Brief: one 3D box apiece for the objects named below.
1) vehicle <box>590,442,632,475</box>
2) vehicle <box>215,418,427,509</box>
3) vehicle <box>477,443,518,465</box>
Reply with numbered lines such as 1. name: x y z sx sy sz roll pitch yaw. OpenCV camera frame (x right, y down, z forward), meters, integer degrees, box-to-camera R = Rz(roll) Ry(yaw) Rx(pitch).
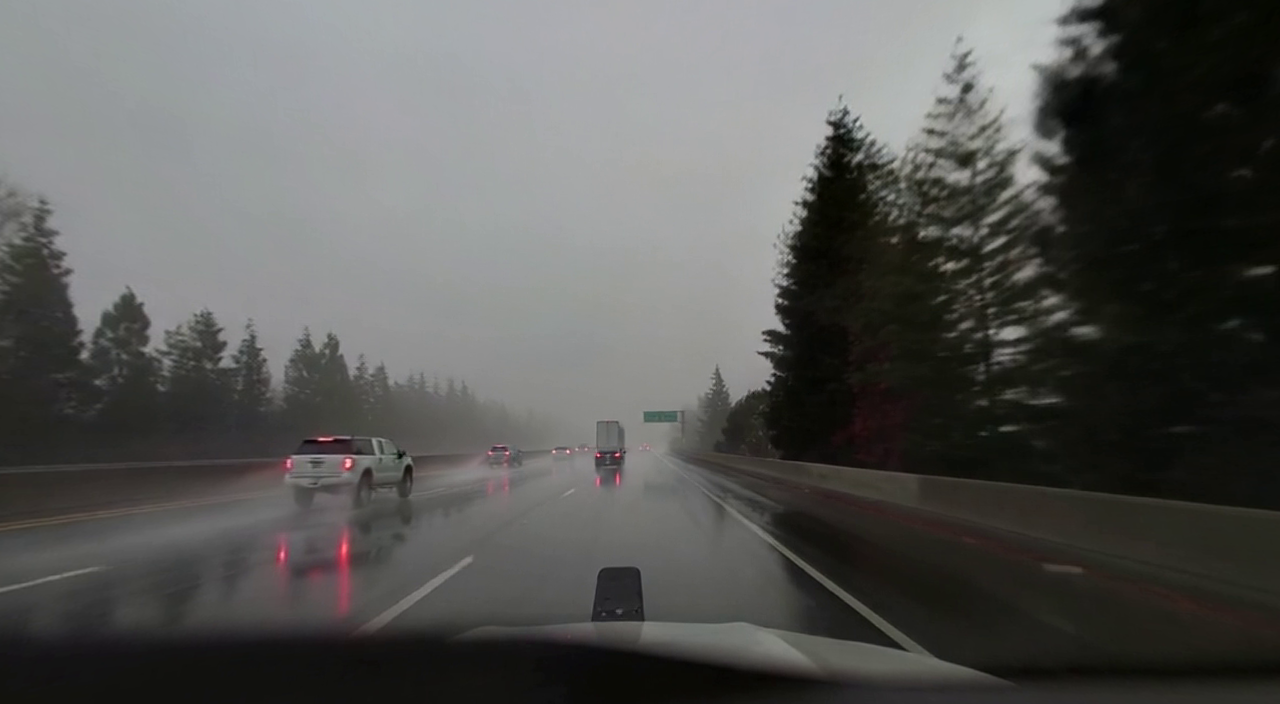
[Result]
1. vehicle: -1.420 5.458 32.544 1.931 1.528 4.126 0 -8 1
2. vehicle: -7.317 2.641 15.387 2.115 1.778 5.572 0 -8 2
3. vehicle: -10.675 7.664 47.473 2.036 1.506 4.358 0 -8 1
